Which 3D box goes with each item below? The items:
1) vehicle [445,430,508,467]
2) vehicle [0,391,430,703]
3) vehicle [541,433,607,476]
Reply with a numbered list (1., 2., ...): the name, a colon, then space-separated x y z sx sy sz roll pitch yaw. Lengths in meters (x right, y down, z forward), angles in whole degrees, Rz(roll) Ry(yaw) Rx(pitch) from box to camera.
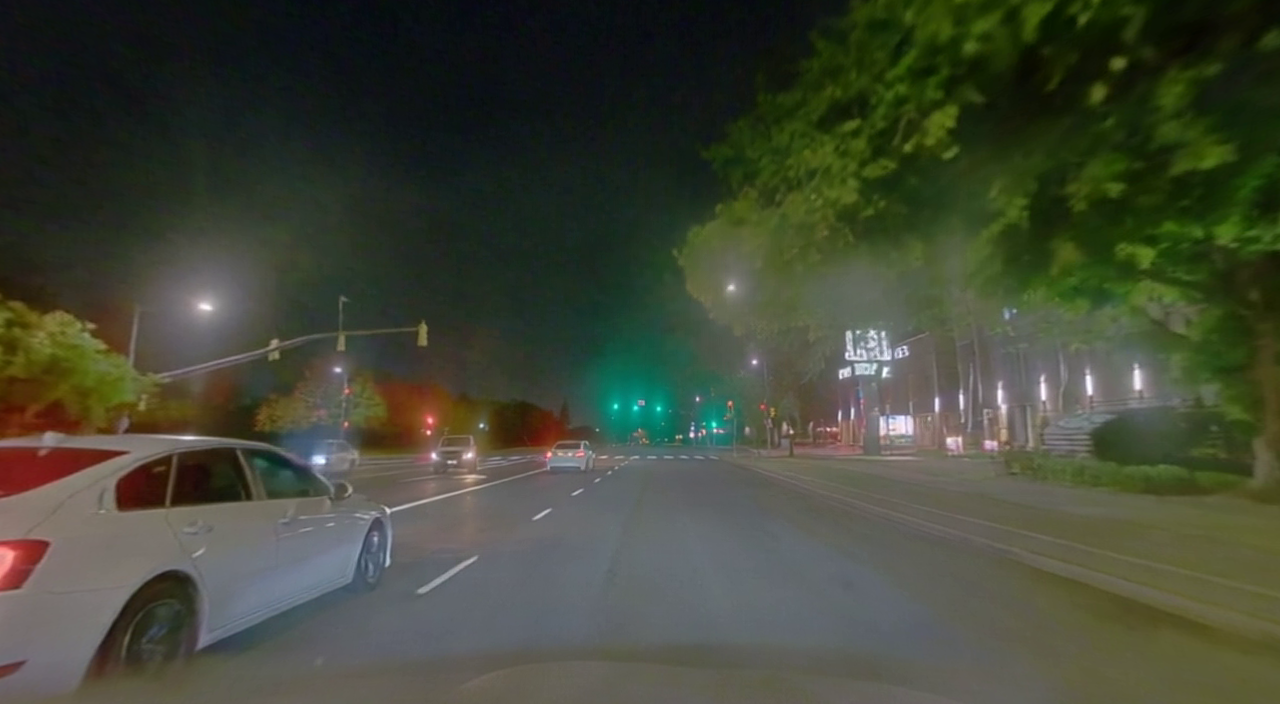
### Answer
1. vehicle: -8.921 5.327 34.826 2.030 1.906 4.661 -1 -8 3
2. vehicle: -3.232 1.193 4.305 2.018 1.477 4.401 0 -8 1
3. vehicle: -2.728 4.370 27.125 2.109 1.692 4.220 -1 -8 4
